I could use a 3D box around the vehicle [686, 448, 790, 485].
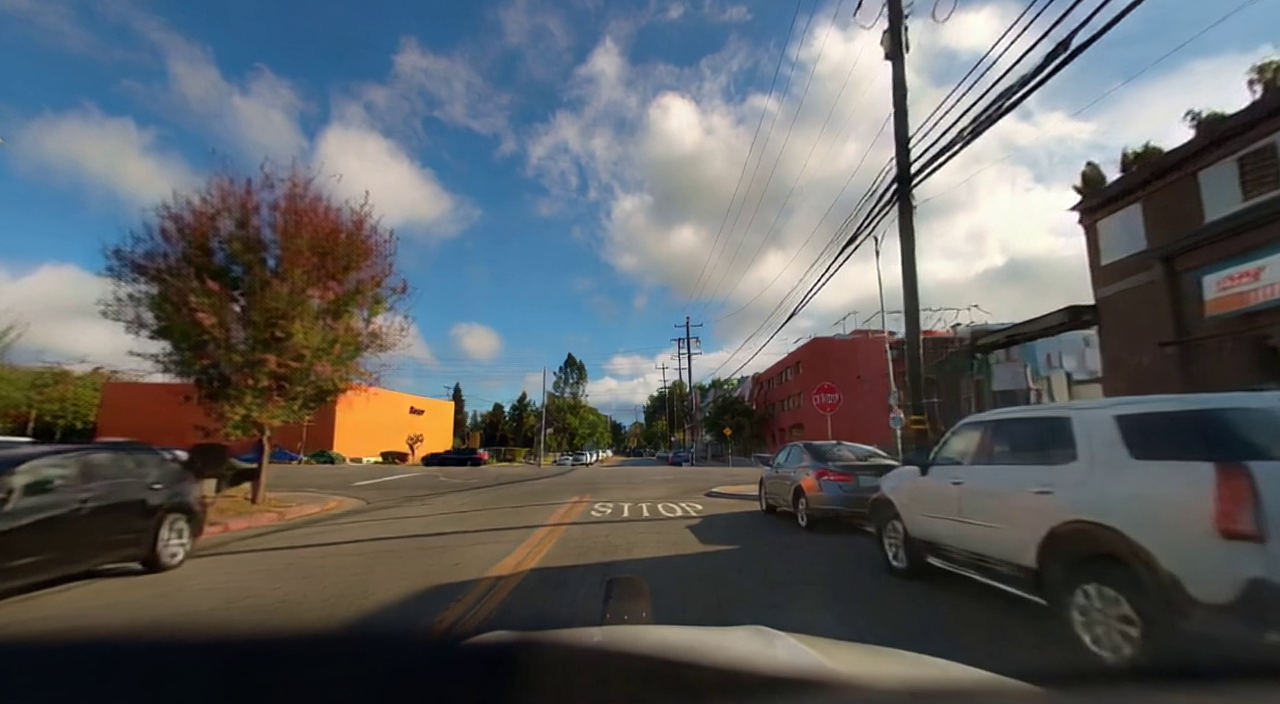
[{"bbox_3d":[4.378,4.964,27.685,4.645,1.464,2.033,8,-12,-42],"label":"vehicle"}]

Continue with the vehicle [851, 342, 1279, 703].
[{"bbox_3d":[3.706,1.223,5.161,2.178,1.856,4.756,2,-7,-3],"label":"vehicle"}]

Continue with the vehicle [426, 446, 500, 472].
[{"bbox_3d":[-12.637,7.670,45.189,4.689,1.803,1.958,0,-9,-2],"label":"vehicle"}]

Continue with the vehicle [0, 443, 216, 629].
[{"bbox_3d":[-6.084,1.589,5.758,1.820,1.482,3.737,0,-9,-1],"label":"vehicle"}]
